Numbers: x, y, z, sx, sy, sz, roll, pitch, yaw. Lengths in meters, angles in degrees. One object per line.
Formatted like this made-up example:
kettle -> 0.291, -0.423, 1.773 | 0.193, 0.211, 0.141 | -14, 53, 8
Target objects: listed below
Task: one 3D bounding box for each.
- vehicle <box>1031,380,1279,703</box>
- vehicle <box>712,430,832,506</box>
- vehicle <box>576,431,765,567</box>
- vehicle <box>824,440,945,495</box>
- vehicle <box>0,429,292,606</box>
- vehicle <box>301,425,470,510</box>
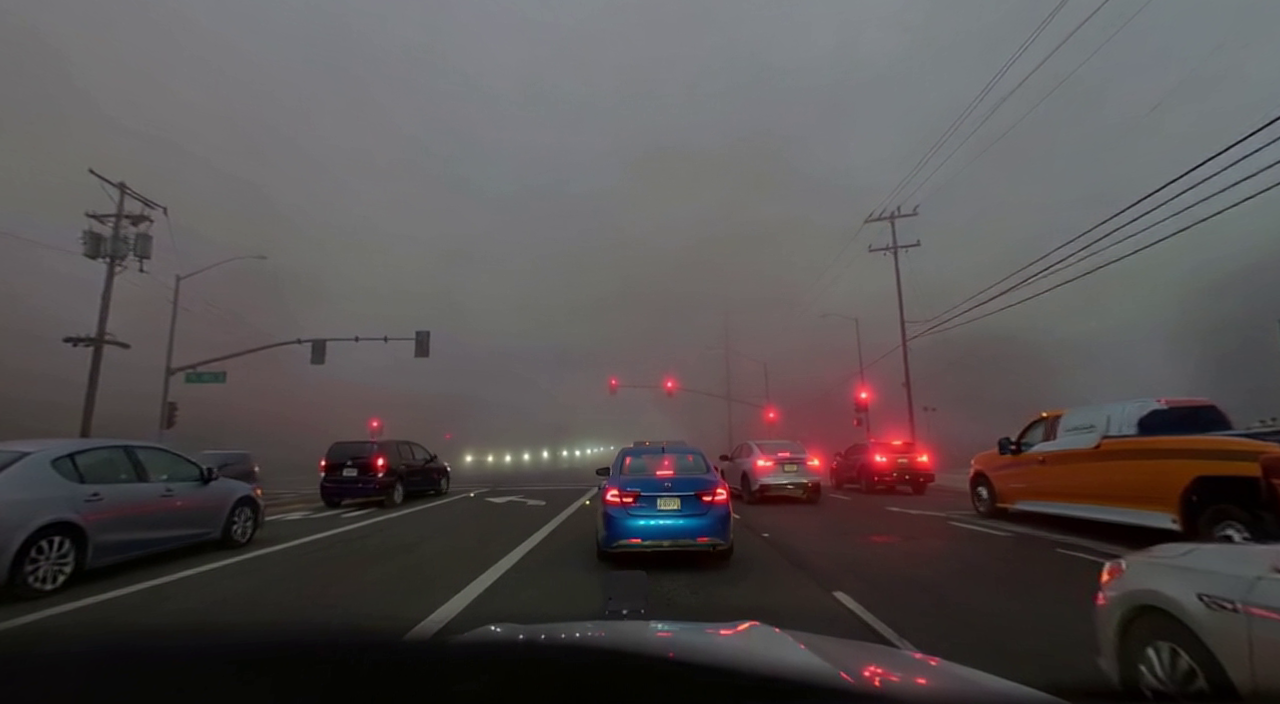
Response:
vehicle -> 3.084, 0.746, 1.343 | 1.870, 1.523, 4.096 | 0, -8, 0
vehicle -> 3.236, 2.935, 16.433 | 2.042, 1.676, 4.364 | 0, -8, -2
vehicle -> 0.323, 1.926, 9.072 | 2.109, 1.483, 3.964 | 0, -8, 0
vehicle -> 7.266, 3.444, 19.305 | 1.867, 1.459, 4.436 | 0, -8, -1
vehicle -> -6.406, 1.710, 7.374 | 1.955, 1.497, 4.639 | -1, -8, 1
vehicle -> -6.245, 2.883, 16.355 | 2.070, 1.824, 5.196 | -1, -8, 2
